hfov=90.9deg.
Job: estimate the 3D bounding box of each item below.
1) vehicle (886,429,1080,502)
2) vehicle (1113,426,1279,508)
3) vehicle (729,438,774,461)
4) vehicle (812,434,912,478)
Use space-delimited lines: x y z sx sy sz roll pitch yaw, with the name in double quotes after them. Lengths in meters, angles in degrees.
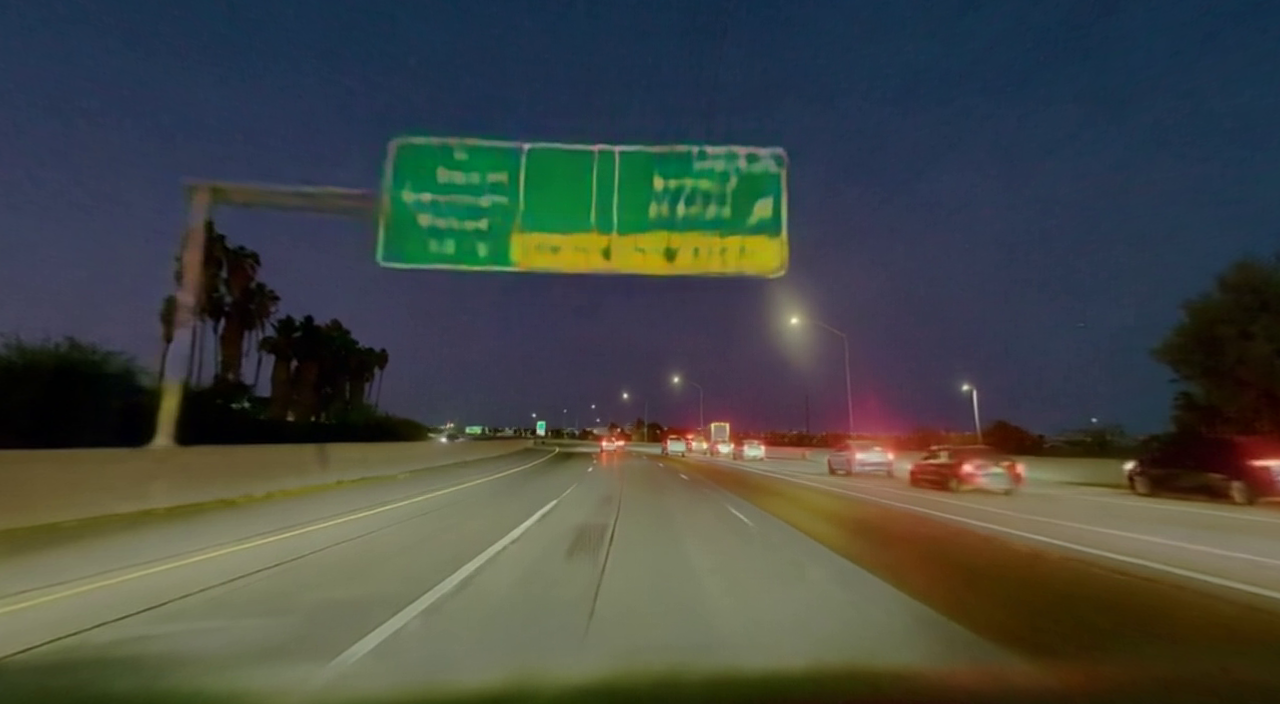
8.003 2.682 15.364 2.110 1.481 4.511 0 -8 -1 "vehicle"
12.561 2.313 13.020 1.846 1.480 4.752 0 -8 -1 "vehicle"
7.494 6.589 42.844 1.922 1.456 4.626 0 -8 -3 "vehicle"
8.185 3.882 23.823 1.947 1.452 4.696 0 -8 -2 "vehicle"
